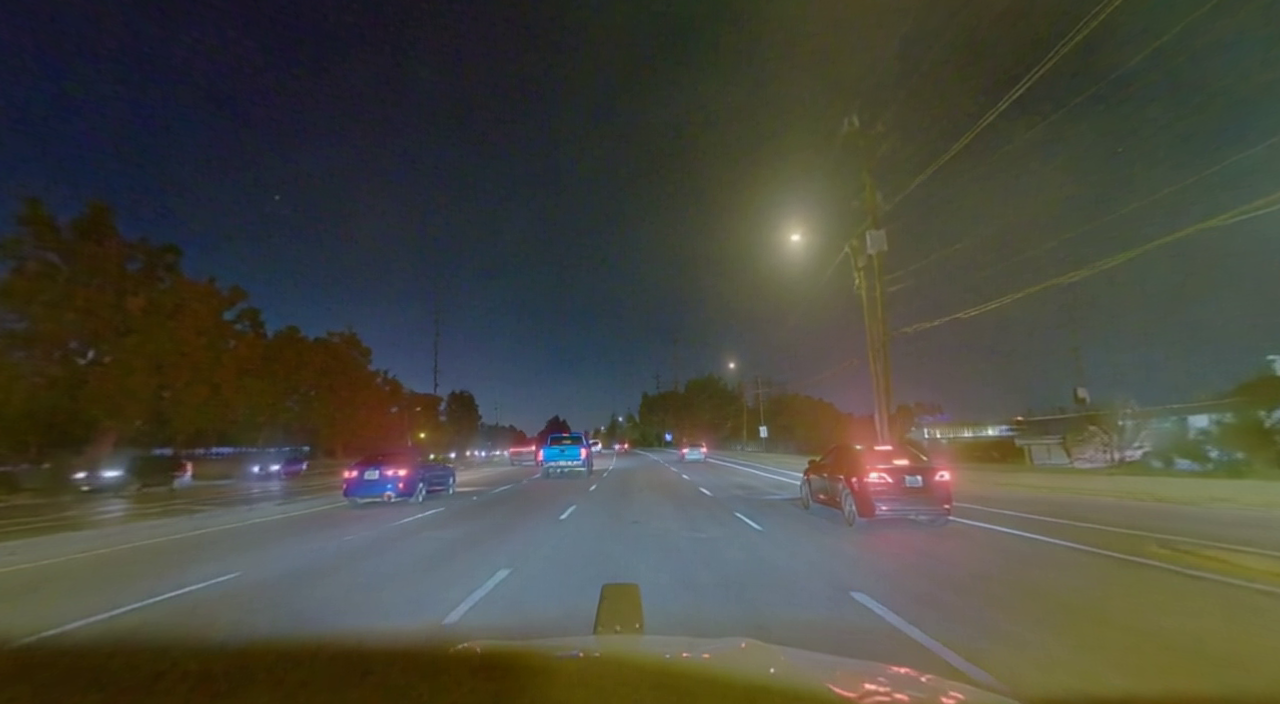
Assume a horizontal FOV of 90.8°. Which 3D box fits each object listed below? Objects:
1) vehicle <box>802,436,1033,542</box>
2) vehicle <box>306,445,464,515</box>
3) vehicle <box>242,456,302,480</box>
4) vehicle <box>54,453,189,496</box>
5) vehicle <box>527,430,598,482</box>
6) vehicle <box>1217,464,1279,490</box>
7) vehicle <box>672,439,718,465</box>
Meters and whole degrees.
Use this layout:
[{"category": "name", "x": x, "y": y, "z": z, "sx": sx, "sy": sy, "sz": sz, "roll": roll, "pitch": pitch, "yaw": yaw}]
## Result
[{"category": "vehicle", "x": 4.413, "y": 2.226, "z": 11.024, "sx": 1.840, "sy": 1.428, "sz": 4.602, "roll": 0, "pitch": -9, "yaw": -2}, {"category": "vehicle", "x": -6.223, "y": 3.161, "z": 16.186, "sx": 2.035, "sy": 1.497, "sz": 4.723, "roll": 0, "pitch": -9, "yaw": 1}, {"category": "vehicle", "x": -28.809, "y": 9.091, "z": 49.611, "sx": 1.911, "sy": 1.701, "sz": 4.473, "roll": 0, "pitch": -8, "yaw": 1}, {"category": "vehicle", "x": -28.071, "y": 6.606, "z": 34.586, "sx": 2.218, "sy": 2.034, "sz": 6.104, "roll": 0, "pitch": -9, "yaw": 0}, {"category": "vehicle", "x": -3.211, "y": 4.495, "z": 27.682, "sx": 2.467, "sy": 1.991, "sz": 6.089, "roll": 0, "pitch": -9, "yaw": -1}, {"category": "vehicle", "x": 36.609, "y": 7.317, "z": 37.077, "sx": 3.635, "sy": 1.401, "sz": 1.691, "roll": -2, "pitch": -10, "yaw": 3}, {"category": "vehicle", "x": 3.213, "y": 6.001, "z": 37.893, "sx": 2.071, "sy": 1.435, "sz": 4.226, "roll": 0, "pitch": -9, "yaw": -4}]
